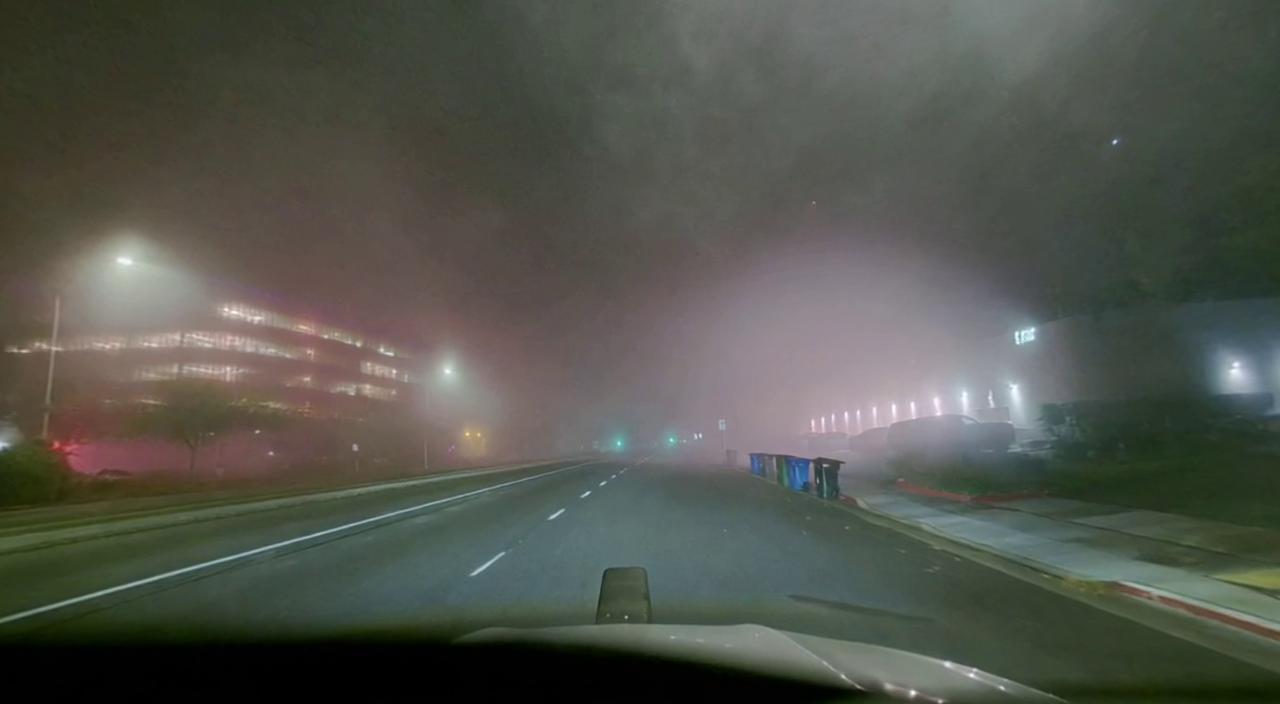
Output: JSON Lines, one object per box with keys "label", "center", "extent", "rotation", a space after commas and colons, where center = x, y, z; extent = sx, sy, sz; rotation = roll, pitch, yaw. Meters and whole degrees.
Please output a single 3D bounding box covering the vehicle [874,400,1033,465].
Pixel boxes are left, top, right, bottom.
{"label": "vehicle", "center": [12.625, 3.319, 25.708], "extent": [5.136, 1.945, 2.153], "rotation": [-7, -9, 3]}
